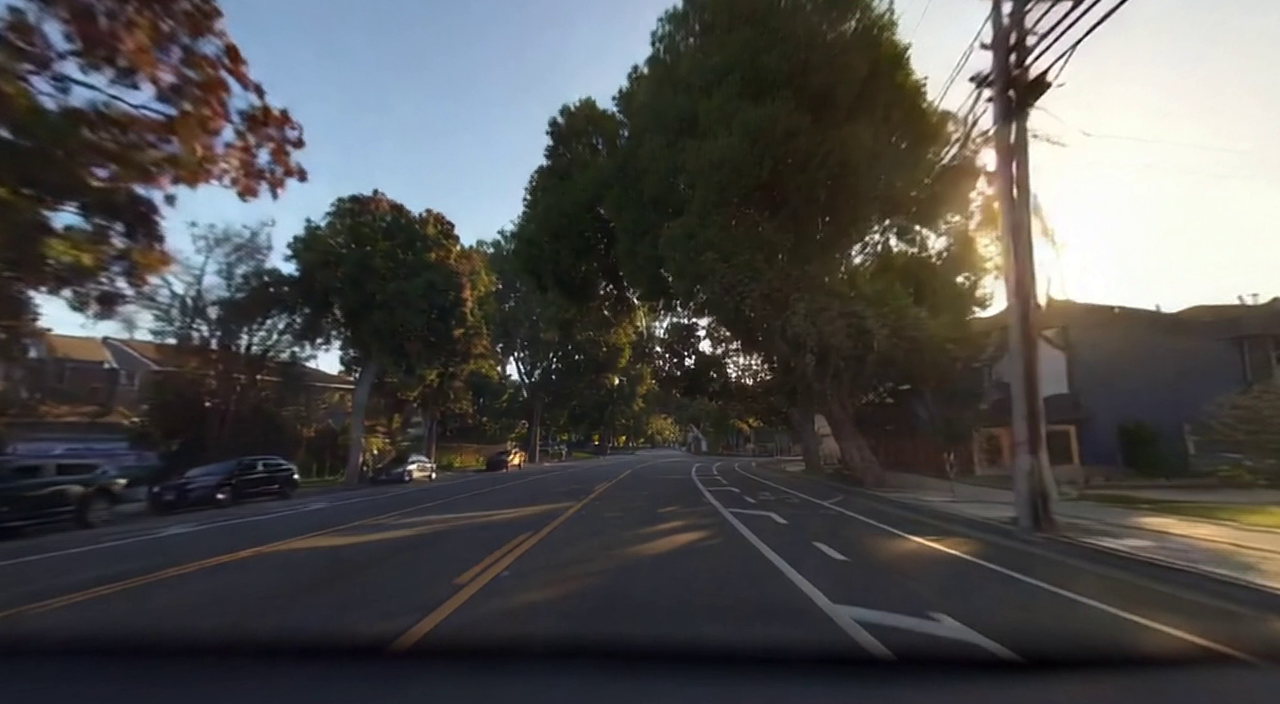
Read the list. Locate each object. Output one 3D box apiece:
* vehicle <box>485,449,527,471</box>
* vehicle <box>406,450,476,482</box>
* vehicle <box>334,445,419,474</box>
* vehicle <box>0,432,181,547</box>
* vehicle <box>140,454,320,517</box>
[{"bbox_3d":[-9.691,7.856,45.832,1.900,1.471,4.462,0,-8,3],"label":"vehicle"},{"bbox_3d":[-10.738,6.160,34.340,1.945,1.514,4.635,0,-8,5],"label":"vehicle"},{"bbox_3d":[-16.452,6.691,39.434,4.411,1.737,1.950,1,-8,-4],"label":"vehicle"},{"bbox_3d":[-11.870,2.588,12.008,2.114,1.925,5.449,-3,-9,0],"label":"vehicle"},{"bbox_3d":[-11.559,3.741,18.246,1.908,1.491,4.627,0,-8,4],"label":"vehicle"}]
